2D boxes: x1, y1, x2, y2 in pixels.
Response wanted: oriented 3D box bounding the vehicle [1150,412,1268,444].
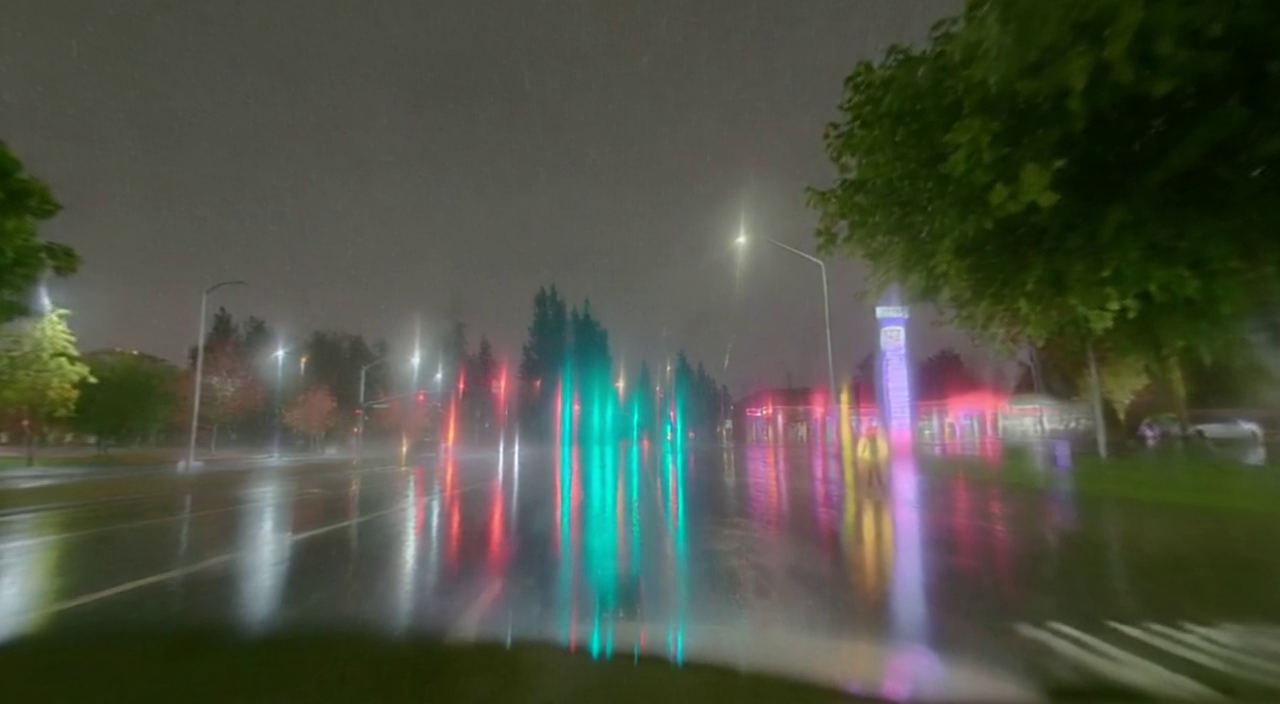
[{"bbox_3d":[32.474,4.374,36.025,4.763,1.725,2.082,0,-9,-3],"label":"vehicle"}]
